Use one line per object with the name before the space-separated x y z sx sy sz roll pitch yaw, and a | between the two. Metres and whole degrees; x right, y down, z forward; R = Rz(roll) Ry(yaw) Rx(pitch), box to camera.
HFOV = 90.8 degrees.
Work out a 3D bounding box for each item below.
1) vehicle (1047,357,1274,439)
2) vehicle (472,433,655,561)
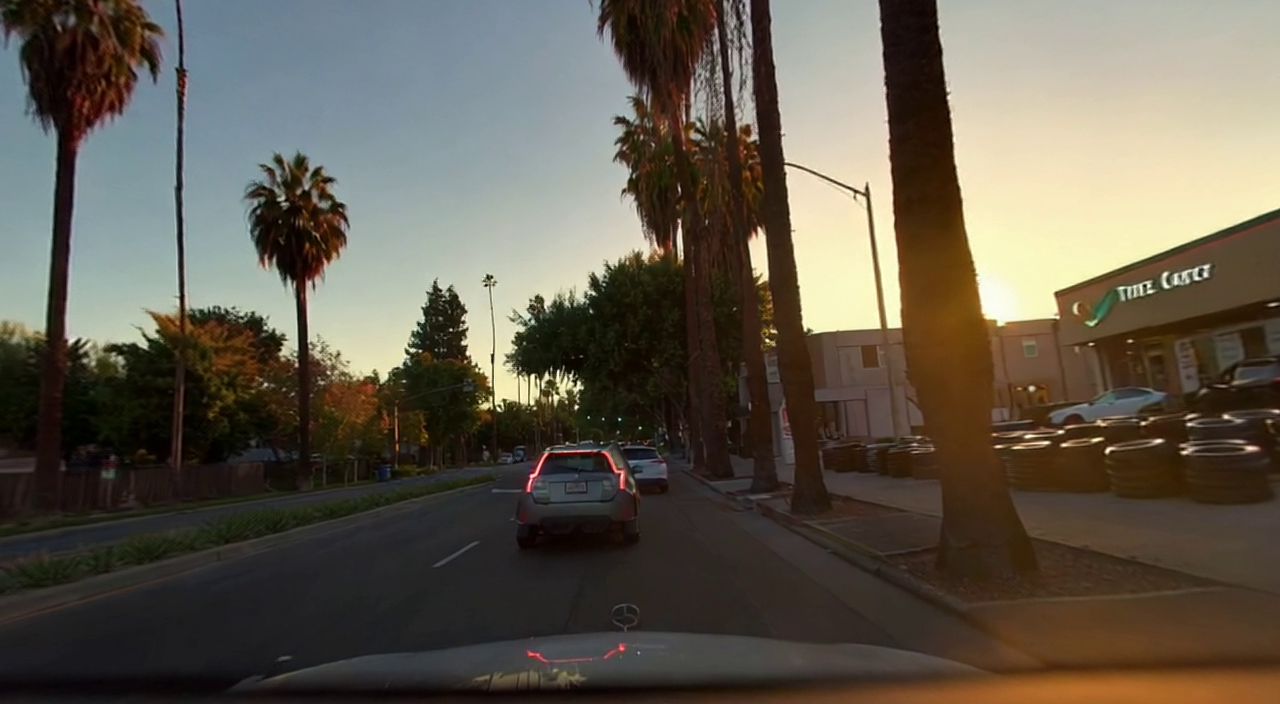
vehicle | 13.351 1.360 16.741 1.854 1.693 4.798 -1 -10 0
vehicle | -0.965 2.034 9.614 2.169 1.495 4.048 0 -8 -2
